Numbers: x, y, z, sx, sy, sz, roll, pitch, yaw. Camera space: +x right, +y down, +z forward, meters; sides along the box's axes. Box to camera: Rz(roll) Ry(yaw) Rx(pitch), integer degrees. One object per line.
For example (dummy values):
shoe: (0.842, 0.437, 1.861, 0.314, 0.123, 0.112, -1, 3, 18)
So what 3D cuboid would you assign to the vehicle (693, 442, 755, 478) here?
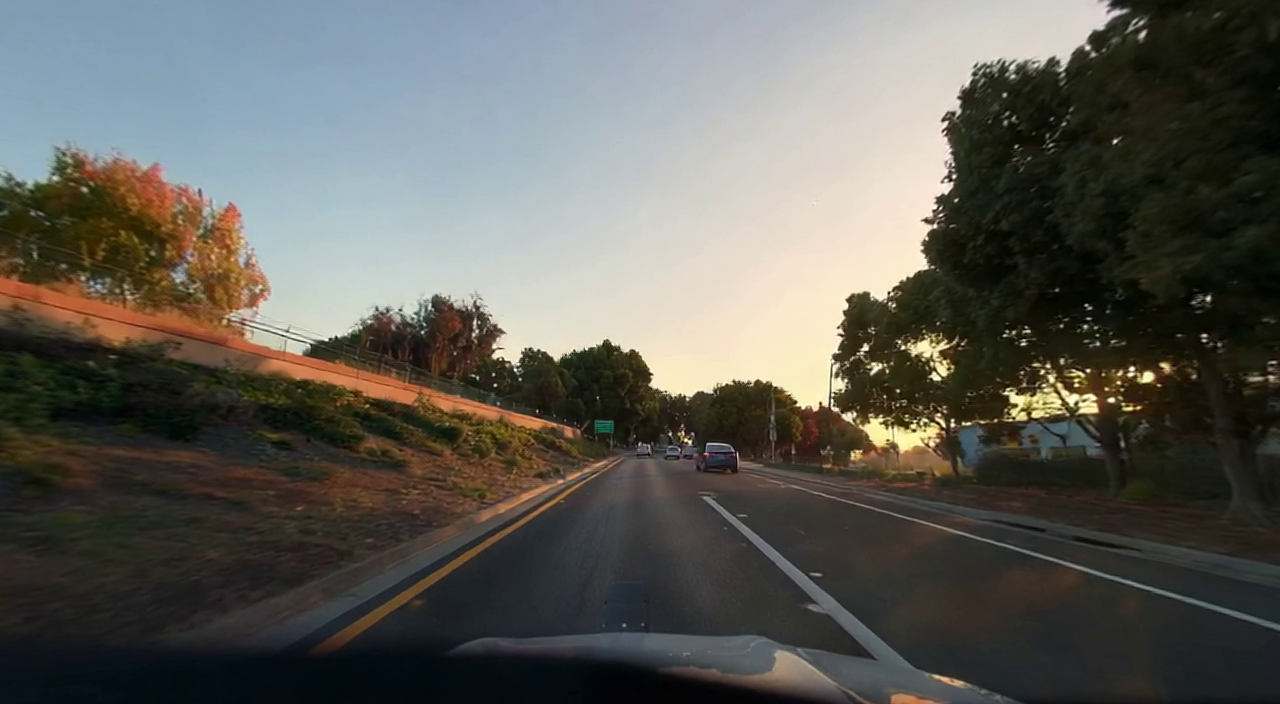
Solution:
vehicle: (3.701, 4.846, 28.662, 1.956, 1.473, 4.640, 0, -8, -3)
